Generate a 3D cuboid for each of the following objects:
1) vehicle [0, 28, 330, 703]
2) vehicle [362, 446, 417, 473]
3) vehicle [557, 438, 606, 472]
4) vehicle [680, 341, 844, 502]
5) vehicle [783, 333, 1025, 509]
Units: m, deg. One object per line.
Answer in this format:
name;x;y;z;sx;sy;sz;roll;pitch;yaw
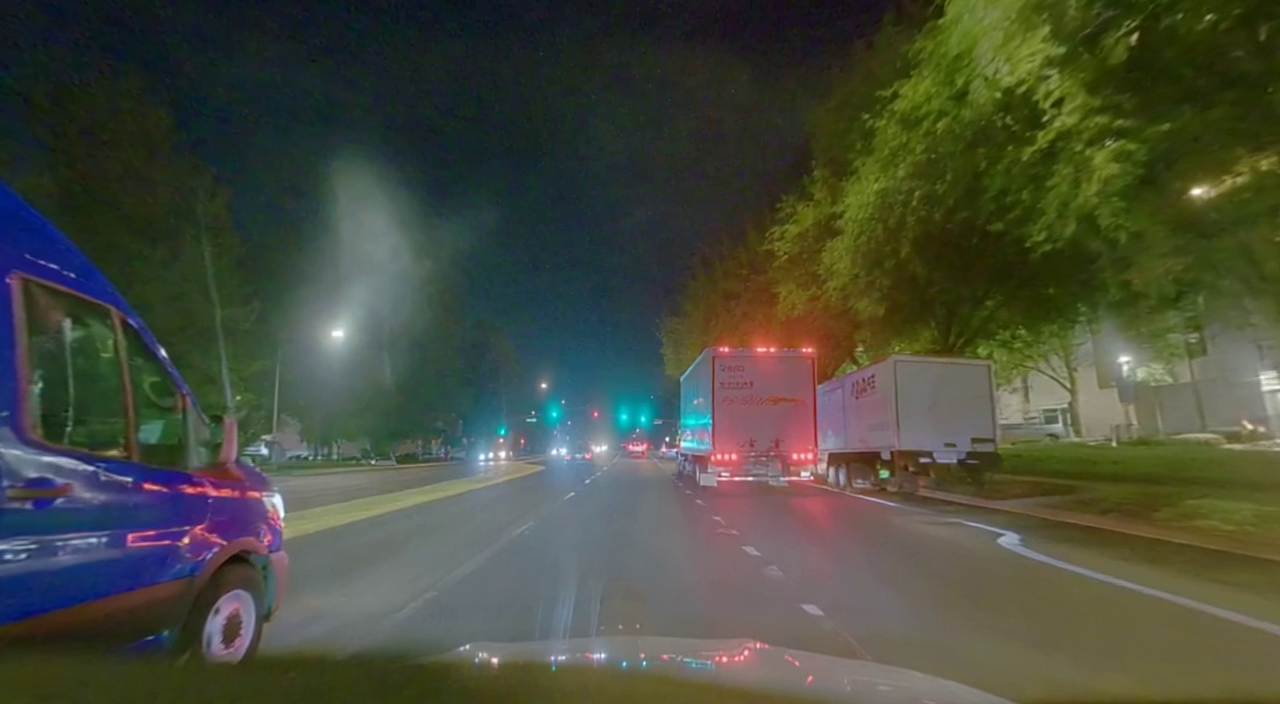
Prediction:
vehicle;-3.446;0.118;1.069;2.443;2.784;6.493;0;-9;0
vehicle;-18.040;7.734;45.683;2.053;1.773;4.649;0;-9;0
vehicle;-3.306;5.986;36.941;2.356;1.766;5.674;0;-9;0
vehicle;2.956;2.244;18.801;2.861;3.525;9.858;0;-9;0
vehicle;6.974;2.233;18.889;3.005;3.947;9.252;0;-9;-1
